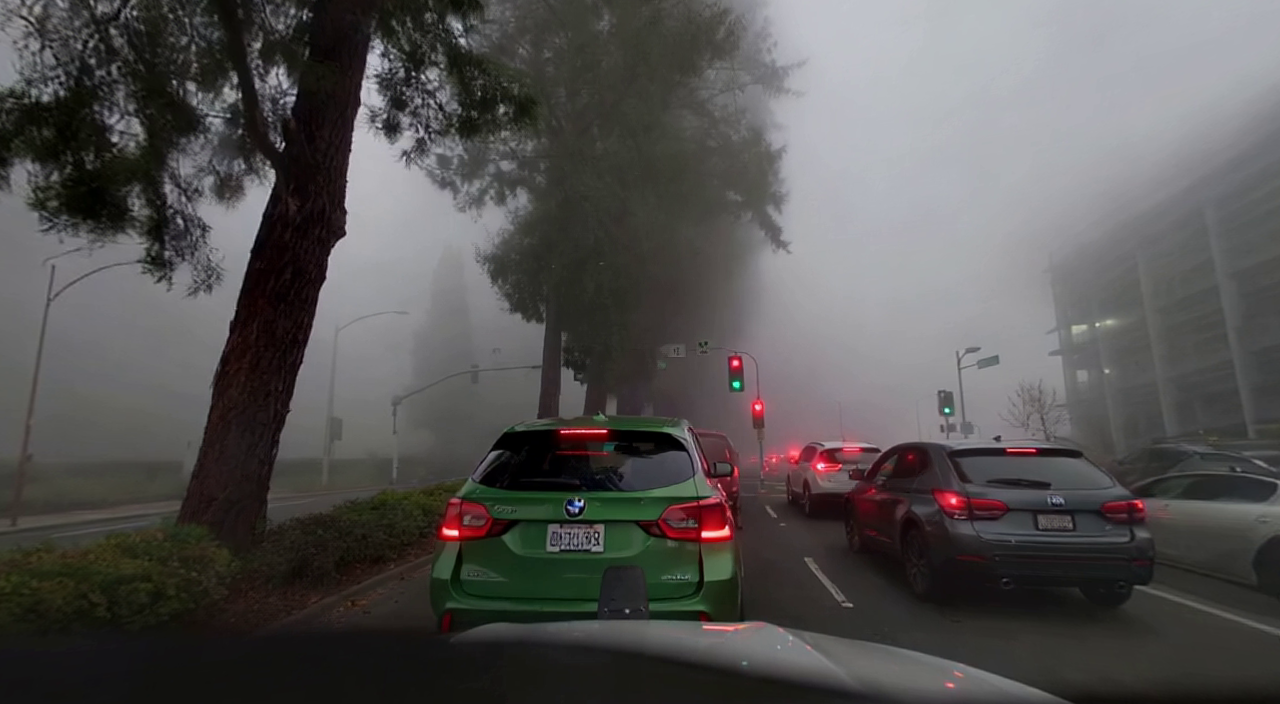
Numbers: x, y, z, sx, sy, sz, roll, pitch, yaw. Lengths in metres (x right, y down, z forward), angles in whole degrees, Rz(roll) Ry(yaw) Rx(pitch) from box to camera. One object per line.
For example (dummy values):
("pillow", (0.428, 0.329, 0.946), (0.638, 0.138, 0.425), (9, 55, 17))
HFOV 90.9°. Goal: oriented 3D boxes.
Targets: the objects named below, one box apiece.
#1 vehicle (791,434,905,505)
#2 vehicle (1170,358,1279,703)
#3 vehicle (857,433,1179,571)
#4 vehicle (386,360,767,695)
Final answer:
("vehicle", (5.323, 3.035, 16.726), (1.994, 1.638, 4.100), (-1, -9, 6))
("vehicle", (4.064, 0.604, 1.115), (1.993, 1.719, 4.953), (0, -8, 1))
("vehicle", (4.893, 1.971, 9.174), (1.963, 1.480, 4.553), (0, -8, 2))
("vehicle", (-0.213, 1.235, 5.565), (2.021, 1.742, 4.295), (-1, -8, 4))
